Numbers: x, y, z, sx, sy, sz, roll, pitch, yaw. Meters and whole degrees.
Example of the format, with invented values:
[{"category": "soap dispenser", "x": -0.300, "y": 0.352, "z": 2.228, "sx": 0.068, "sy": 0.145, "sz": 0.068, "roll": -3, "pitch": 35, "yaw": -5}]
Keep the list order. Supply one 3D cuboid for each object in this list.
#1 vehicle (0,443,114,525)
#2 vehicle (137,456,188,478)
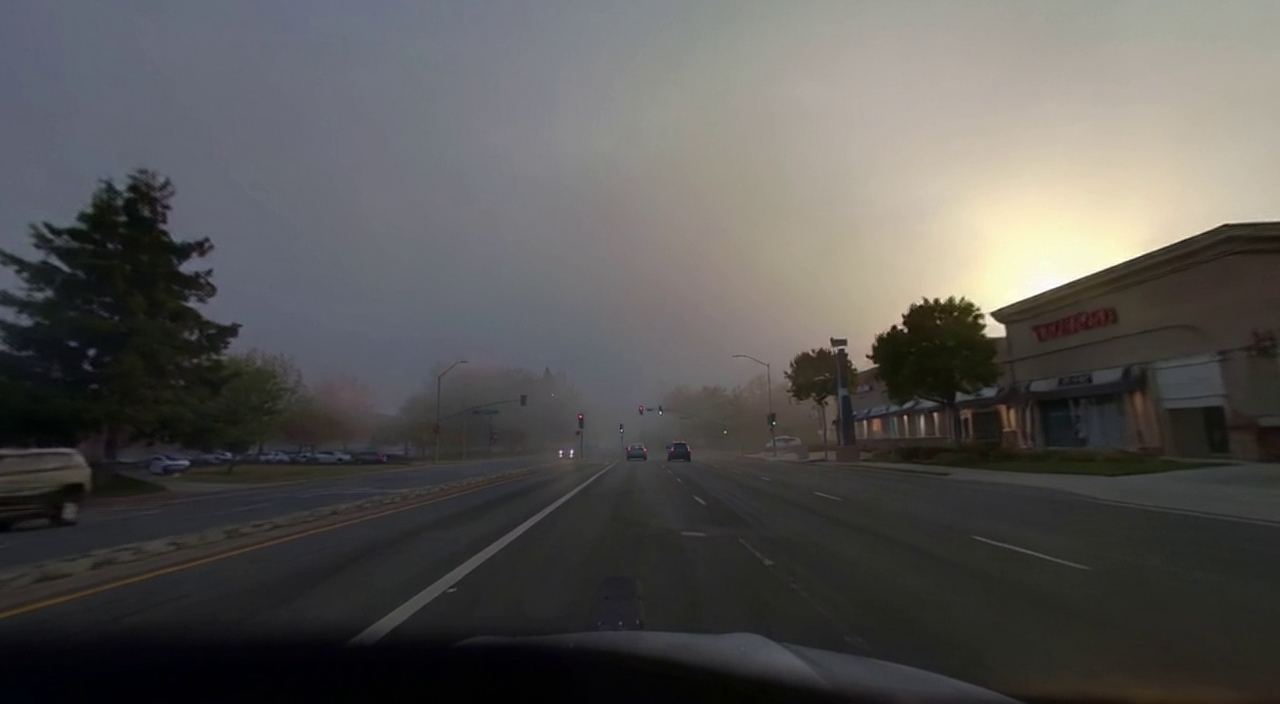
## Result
[{"category": "vehicle", "x": -14.752, "y": 2.927, "z": 14.177, "sx": 1.967, "sy": 1.756, "sz": 4.471, "roll": 0, "pitch": -9, "yaw": 0}, {"category": "vehicle", "x": -34.318, "y": 8.248, "z": 45.355, "sx": 4.381, "sy": 1.430, "sz": 1.899, "roll": -7, "pitch": -11, "yaw": 40}]
